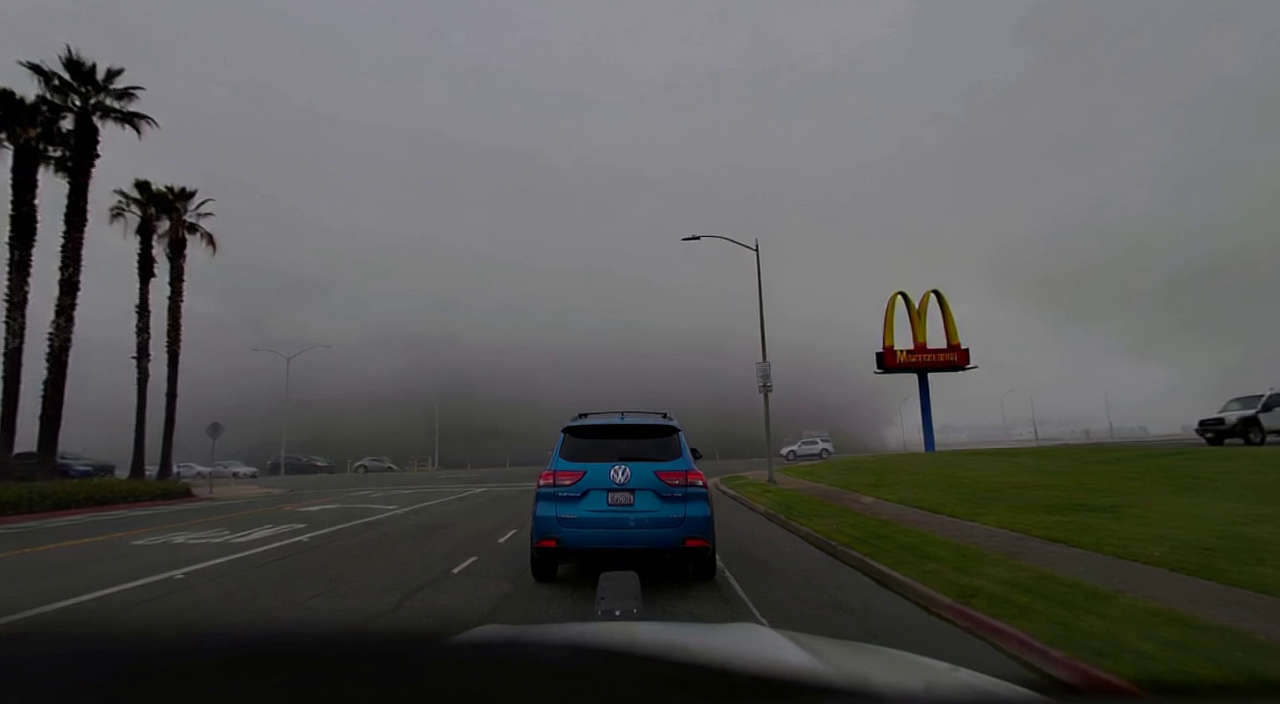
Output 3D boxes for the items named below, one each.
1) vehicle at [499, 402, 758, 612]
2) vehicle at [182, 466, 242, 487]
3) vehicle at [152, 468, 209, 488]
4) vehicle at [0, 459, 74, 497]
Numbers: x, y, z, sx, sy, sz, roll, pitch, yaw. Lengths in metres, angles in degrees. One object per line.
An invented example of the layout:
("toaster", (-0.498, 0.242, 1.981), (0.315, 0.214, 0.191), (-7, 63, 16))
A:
("vehicle", (-0.139, 1.578, 7.281), (2.137, 1.728, 3.926), (0, -9, -1))
("vehicle", (-33.253, 9.676, 49.193), (1.792, 1.439, 3.952), (-1, -9, 3))
("vehicle", (-35.582, 9.746, 49.055), (1.641, 1.375, 3.640), (0, -9, 0))
("vehicle", (-28.001, 5.504, 27.657), (4.341, 1.528, 1.979), (5, -10, -29))
